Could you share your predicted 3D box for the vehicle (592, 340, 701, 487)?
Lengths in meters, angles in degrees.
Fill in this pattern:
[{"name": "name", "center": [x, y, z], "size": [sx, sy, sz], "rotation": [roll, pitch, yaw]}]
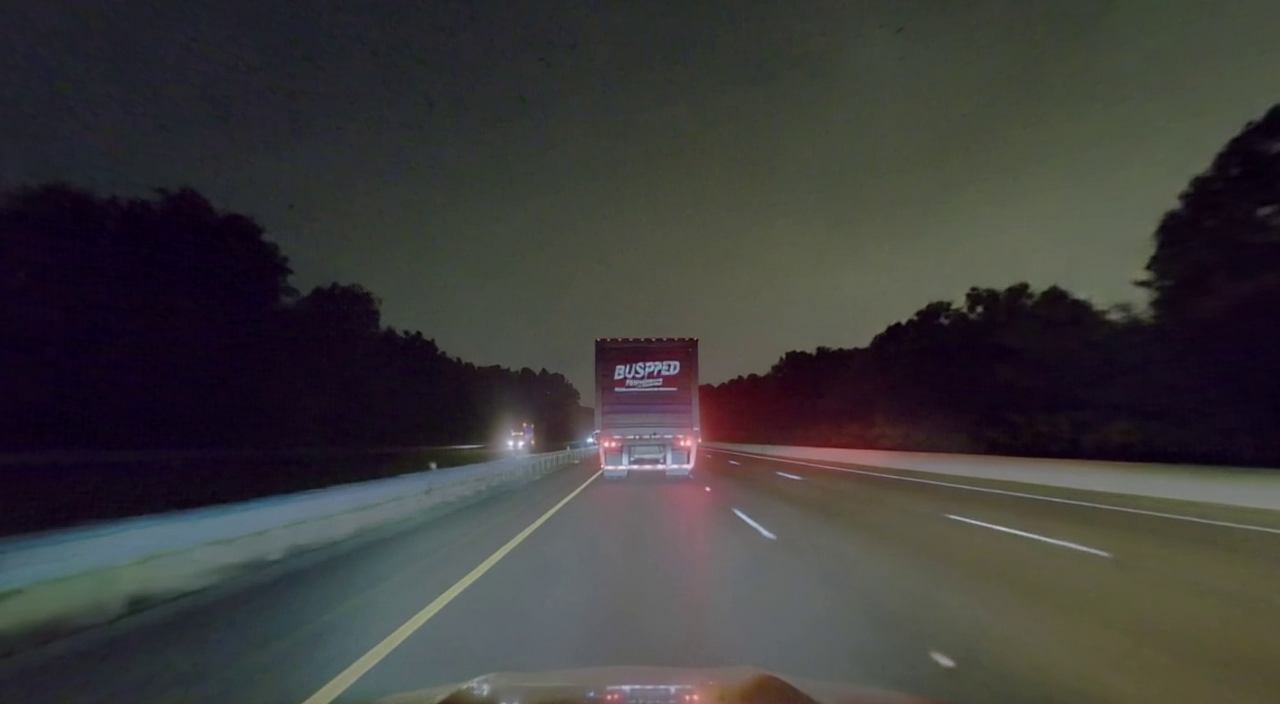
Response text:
[{"name": "vehicle", "center": [0.127, 2.192, 21.018], "size": [2.870, 3.911, 8.697], "rotation": [0, -8, -1]}]
